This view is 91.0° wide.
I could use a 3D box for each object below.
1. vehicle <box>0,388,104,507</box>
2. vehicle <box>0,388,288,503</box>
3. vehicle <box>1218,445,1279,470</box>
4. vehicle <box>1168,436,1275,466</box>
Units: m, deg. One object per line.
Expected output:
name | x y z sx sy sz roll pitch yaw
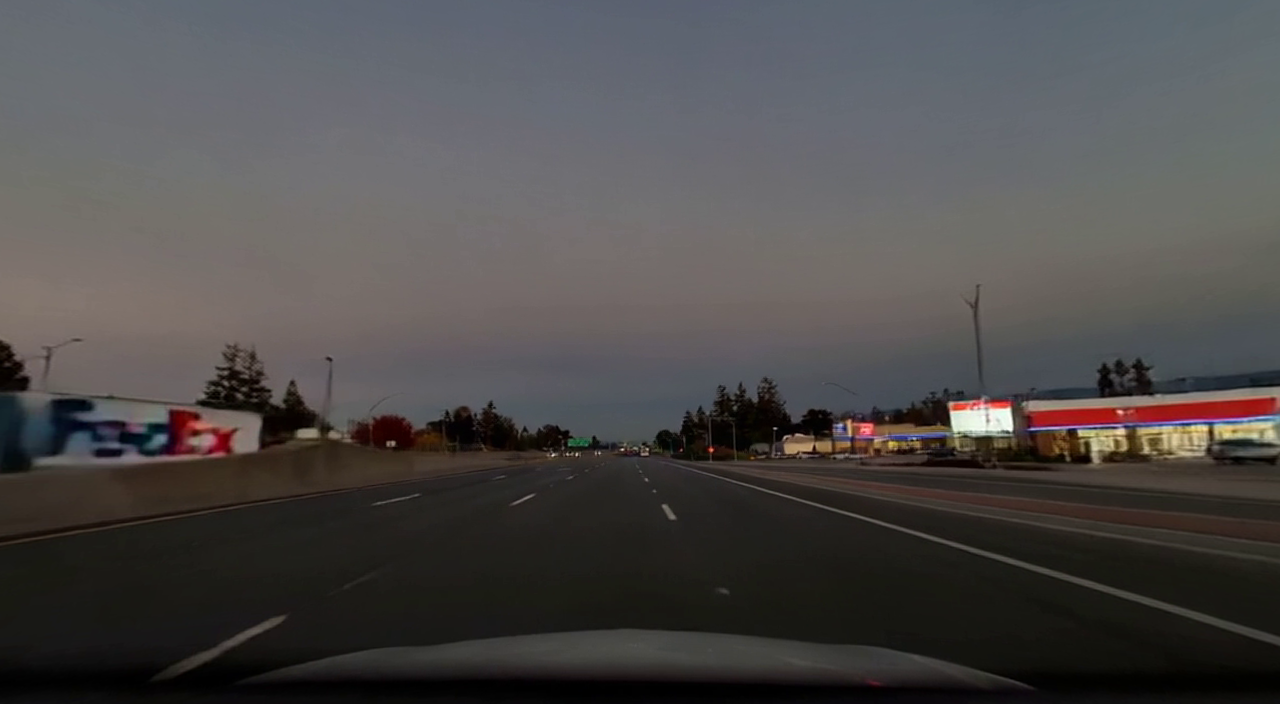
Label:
vehicle | -23.268 3.236 21.444 2.971 4.003 7.817 0 -9 -1
vehicle | -23.478 4.611 30.935 2.964 4.152 16.360 0 -9 0
vehicle | 43.261 7.301 43.616 4.635 1.693 2.073 1 -9 -7
vehicle | 43.969 7.469 47.701 5.942 2.037 2.359 1 -4 -3
